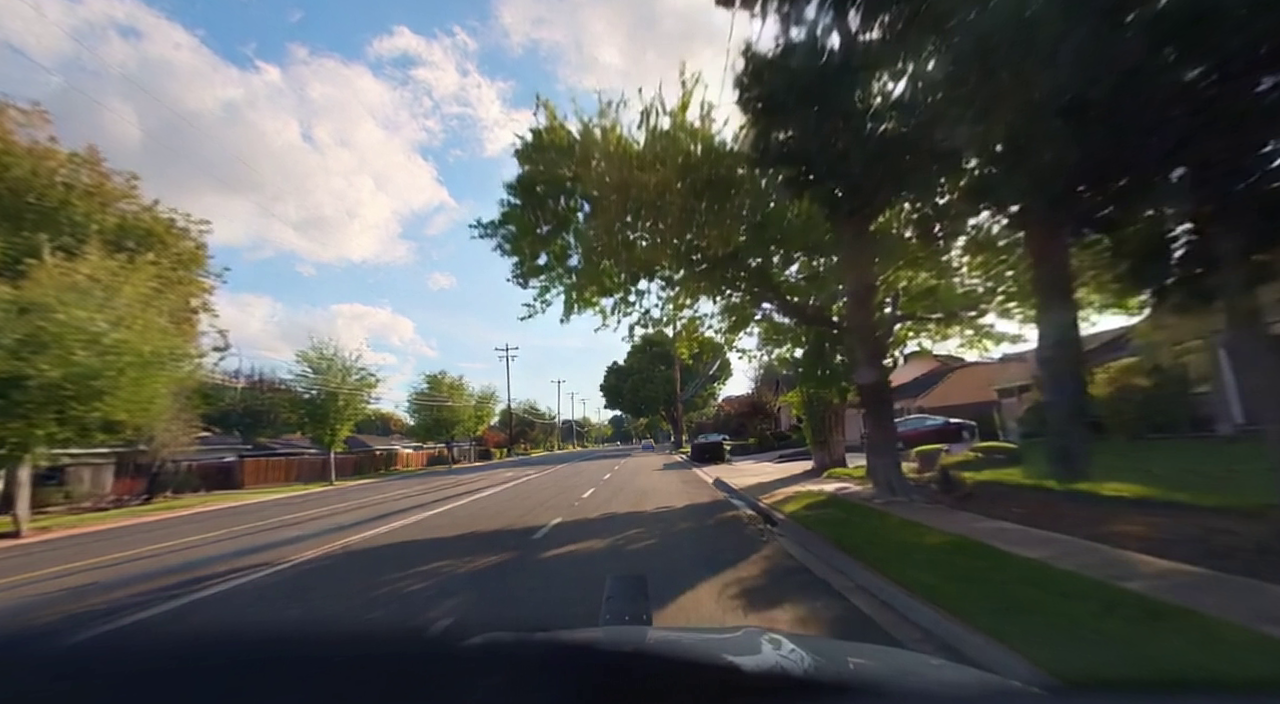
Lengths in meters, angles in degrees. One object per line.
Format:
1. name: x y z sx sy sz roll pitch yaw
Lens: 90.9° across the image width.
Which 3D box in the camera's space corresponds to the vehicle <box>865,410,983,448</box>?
1. vehicle: 11.683 3.206 26.101 3.992 1.486 1.727 -1 -8 1
